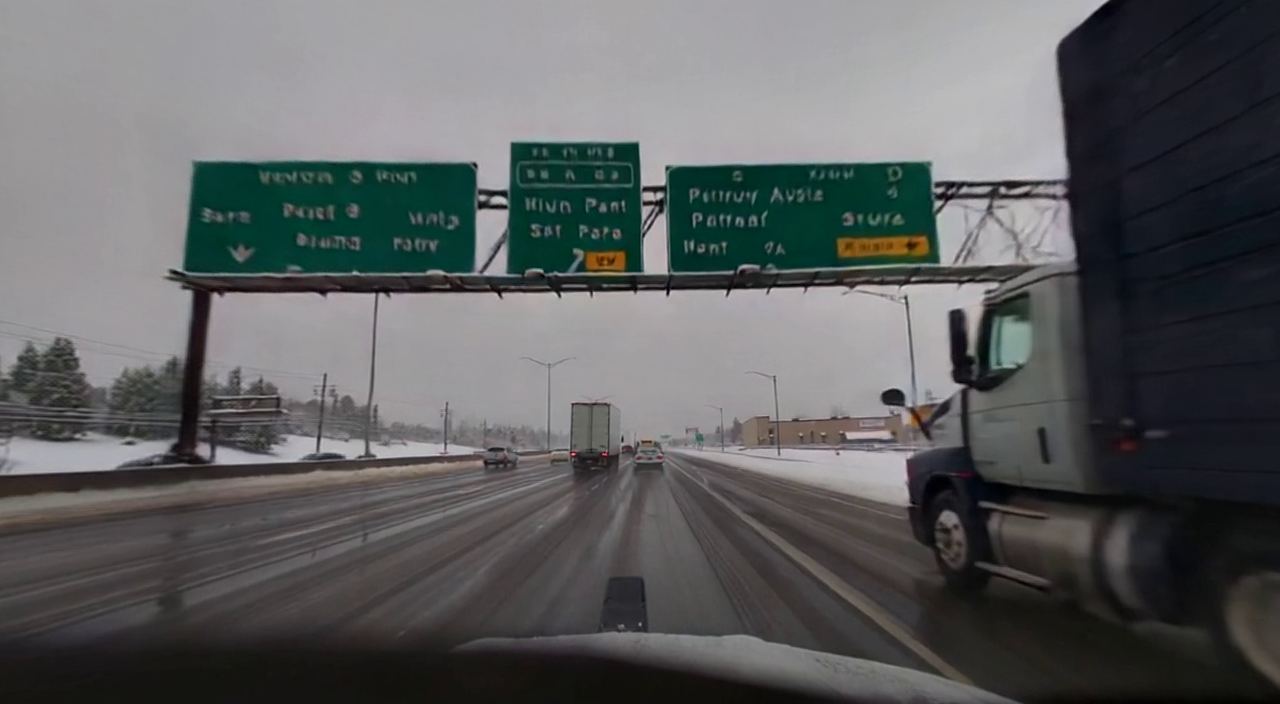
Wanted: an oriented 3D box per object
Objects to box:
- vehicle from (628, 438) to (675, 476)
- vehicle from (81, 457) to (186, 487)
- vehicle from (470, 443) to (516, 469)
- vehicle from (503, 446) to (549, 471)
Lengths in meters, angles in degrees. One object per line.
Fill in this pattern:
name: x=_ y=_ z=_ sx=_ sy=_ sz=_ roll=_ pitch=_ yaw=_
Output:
vehicle: x=0.599 y=5.482 z=33.243 sx=2.279 sy=1.837 sz=4.747 roll=0 pitch=-8 yaw=1
vehicle: x=-29.999 y=7.112 z=37.634 sx=1.907 sy=1.547 sz=5.225 roll=0 pitch=-8 yaw=1
vehicle: x=-10.101 y=7.165 z=43.650 sx=1.997 sy=1.692 sz=4.294 roll=0 pitch=-8 yaw=1
vehicle: x=-6.980 y=6.541 z=39.017 sx=1.945 sy=1.482 sz=4.109 roll=0 pitch=-8 yaw=1
